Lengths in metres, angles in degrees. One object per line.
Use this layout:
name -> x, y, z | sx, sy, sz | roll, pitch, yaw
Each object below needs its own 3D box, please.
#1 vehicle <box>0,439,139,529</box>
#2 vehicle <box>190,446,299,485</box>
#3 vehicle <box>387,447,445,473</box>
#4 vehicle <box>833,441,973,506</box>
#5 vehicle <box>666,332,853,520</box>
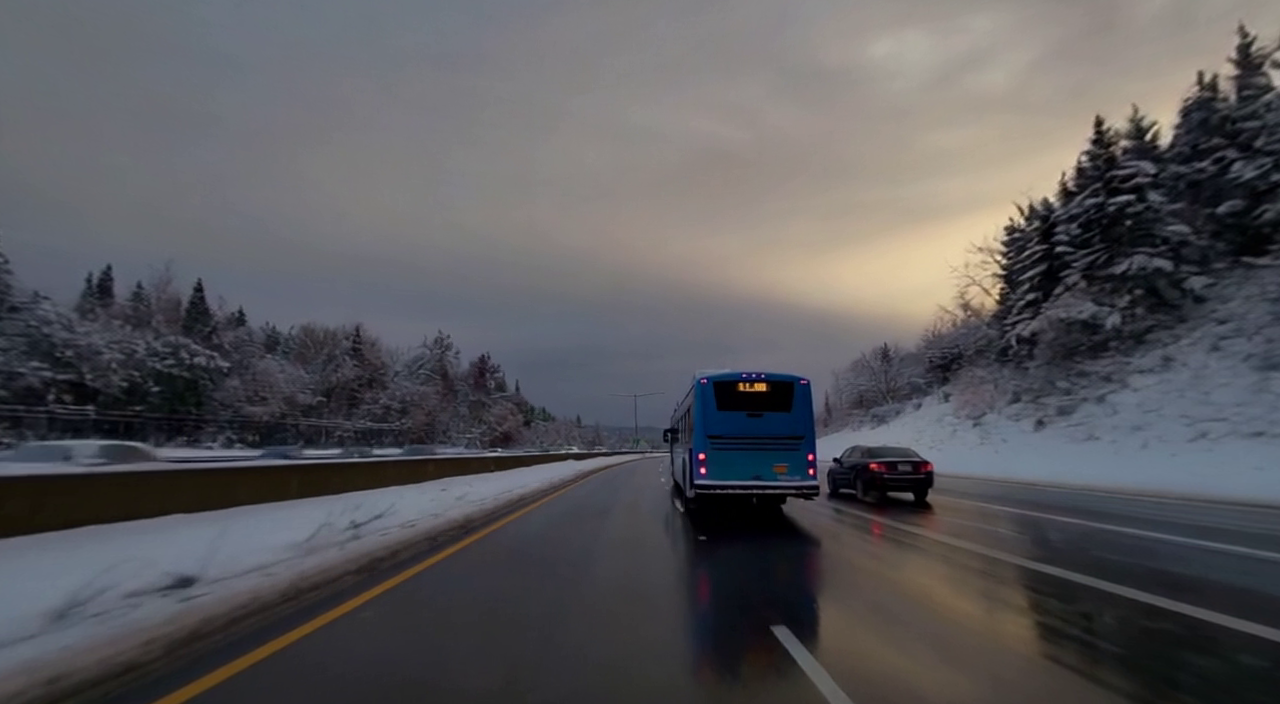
vehicle -> -12.088, 2.392, 11.606 | 2.012, 1.527, 4.519 | 0, -9, 1
vehicle -> -18.608, 5.315, 30.010 | 2.007, 1.679, 4.679 | -1, -9, 2
vehicle -> -14.443, 6.973, 40.999 | 1.940, 1.604, 4.525 | -1, -9, 2
vehicle -> 7.155, 3.306, 17.808 | 2.047, 1.479, 4.593 | -3, -8, 2
vehicle -> 2.555, 2.484, 19.377 | 3.144, 3.580, 14.591 | 0, -9, 1
